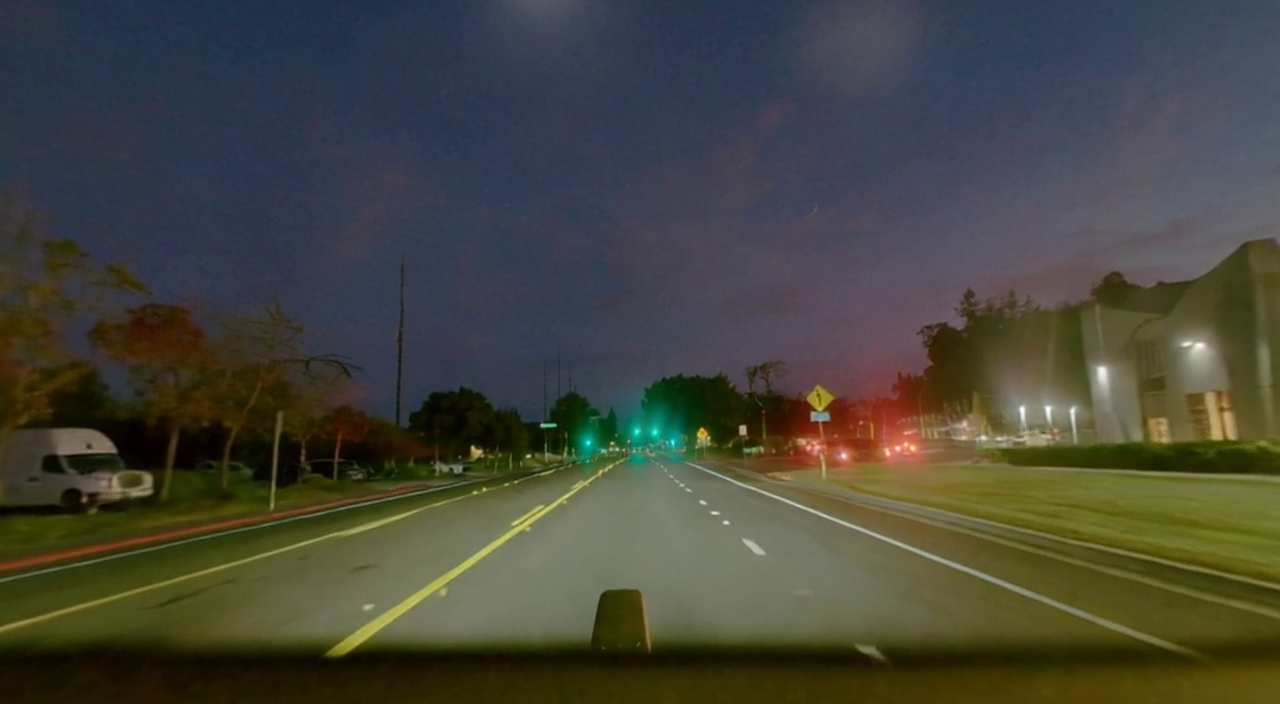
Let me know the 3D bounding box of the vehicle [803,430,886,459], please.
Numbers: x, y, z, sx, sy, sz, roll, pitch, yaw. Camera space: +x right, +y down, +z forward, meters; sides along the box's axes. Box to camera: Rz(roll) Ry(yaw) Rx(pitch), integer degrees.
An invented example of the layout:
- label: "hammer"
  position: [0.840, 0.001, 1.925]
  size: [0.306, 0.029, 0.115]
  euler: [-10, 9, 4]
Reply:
- label: "vehicle"
  position: [12.855, 5.831, 39.707]
  size: [4.632, 1.701, 1.975]
  euler: [-5, -10, 27]

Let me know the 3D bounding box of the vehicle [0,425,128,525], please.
- label: "vehicle"
  position: [-19.459, 3.791, 19.942]
  size: [5.971, 2.749, 2.293]
  euler: [-4, -9, 22]

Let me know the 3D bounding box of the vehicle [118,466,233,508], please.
- label: "vehicle"
  position: [-18.835, 5.417, 25.609]
  size: [4.295, 1.486, 1.881]
  euler: [-5, -10, 26]
